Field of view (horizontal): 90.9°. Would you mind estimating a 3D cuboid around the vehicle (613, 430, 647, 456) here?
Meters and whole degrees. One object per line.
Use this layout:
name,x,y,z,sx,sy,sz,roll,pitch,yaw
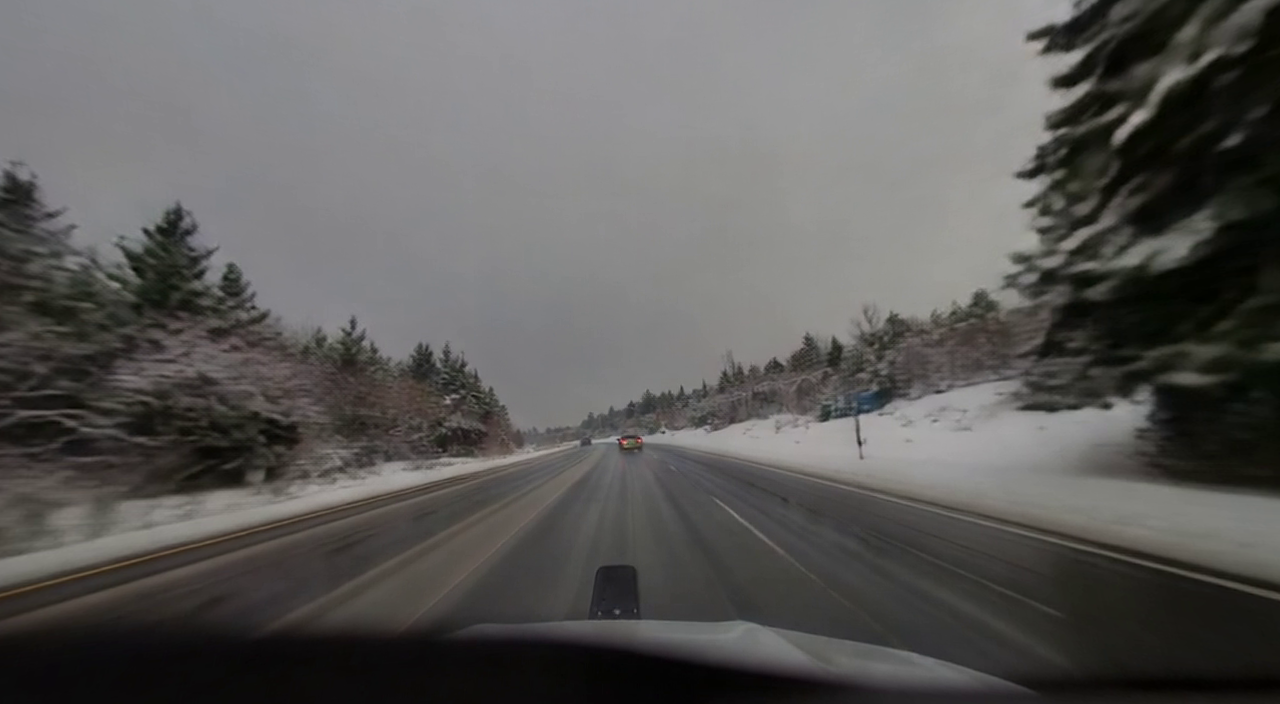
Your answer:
vehicle,-0.684,5.831,40.509,2.041,1.618,3.898,0,-8,-2
